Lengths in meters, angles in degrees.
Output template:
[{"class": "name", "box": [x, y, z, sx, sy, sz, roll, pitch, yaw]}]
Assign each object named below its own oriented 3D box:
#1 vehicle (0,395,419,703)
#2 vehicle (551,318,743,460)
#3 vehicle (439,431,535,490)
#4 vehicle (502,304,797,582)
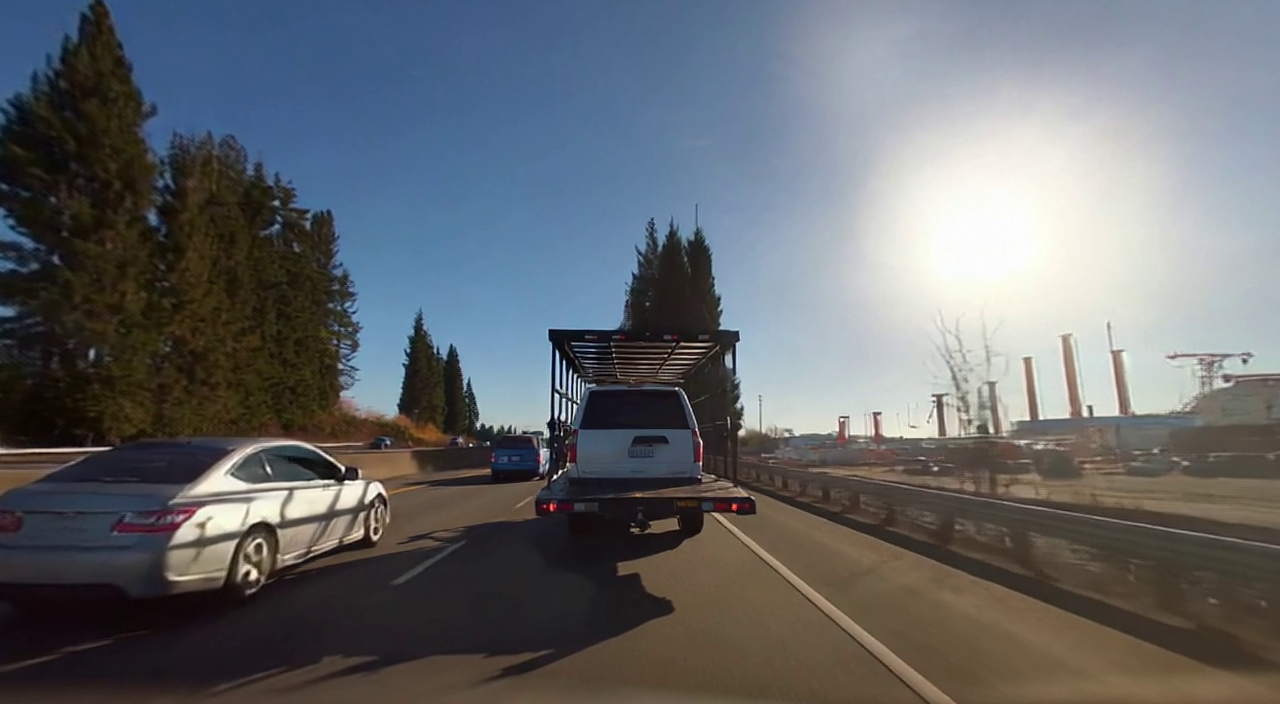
[{"class": "vehicle", "box": [-3.916, 1.338, 5.582, 2.155, 1.513, 4.964, 0, -9, 0]}, {"class": "vehicle", "box": [-0.032, 0.763, 9.511, 2.156, 1.604, 4.680, 0, -9, -3]}, {"class": "vehicle", "box": [-4.803, 3.477, 20.520, 2.057, 1.665, 4.572, 0, -9, -1]}, {"class": "vehicle", "box": [-0.174, 1.607, 11.194, 2.735, 2.597, 10.435, 1, -9, -3]}]
